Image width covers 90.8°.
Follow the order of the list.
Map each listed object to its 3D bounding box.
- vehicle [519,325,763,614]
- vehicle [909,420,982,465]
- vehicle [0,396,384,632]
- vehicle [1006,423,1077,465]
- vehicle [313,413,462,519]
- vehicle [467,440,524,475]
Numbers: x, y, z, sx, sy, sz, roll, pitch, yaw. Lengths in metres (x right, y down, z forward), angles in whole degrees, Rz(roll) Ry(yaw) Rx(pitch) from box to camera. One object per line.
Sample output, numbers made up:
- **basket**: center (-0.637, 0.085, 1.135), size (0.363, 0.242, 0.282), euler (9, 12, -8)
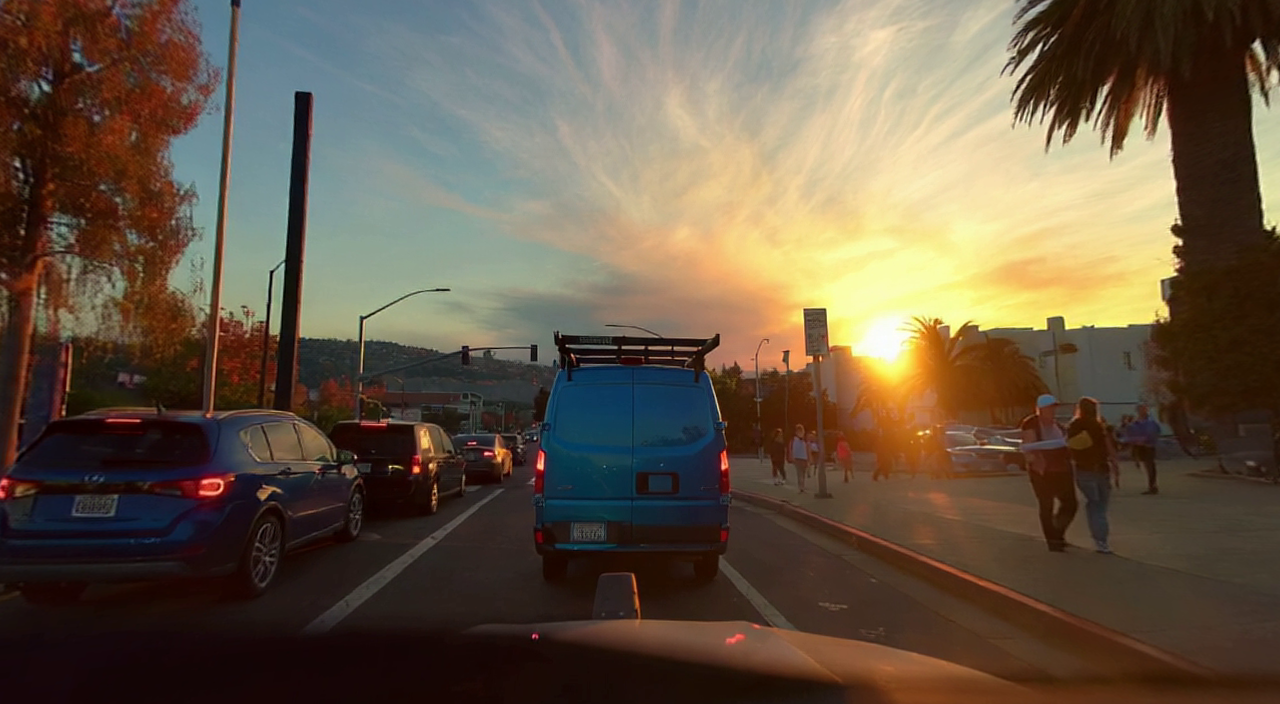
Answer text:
- **vehicle**: center (-0.201, 1.222, 7.174), size (1.902, 2.238, 4.263), euler (1, -9, -6)
- **vehicle**: center (12.646, 3.760, 26.040), size (2.046, 1.675, 3.924), euler (-6, -10, 33)
- **vehicle**: center (-4.402, 1.464, 6.664), size (1.986, 1.643, 4.315), euler (1, -9, -6)
- **vehicle**: center (15.753, 3.617, 24.716), size (2.048, 1.475, 3.972), euler (-6, -10, 34)
- **vehicle**: center (-5.214, 2.412, 13.880), size (2.089, 1.854, 5.022), euler (2, -9, -11)
- **vehicle**: center (-6.847, 4.891, 29.565), size (1.818, 1.479, 4.428), euler (4, -9, -22)
